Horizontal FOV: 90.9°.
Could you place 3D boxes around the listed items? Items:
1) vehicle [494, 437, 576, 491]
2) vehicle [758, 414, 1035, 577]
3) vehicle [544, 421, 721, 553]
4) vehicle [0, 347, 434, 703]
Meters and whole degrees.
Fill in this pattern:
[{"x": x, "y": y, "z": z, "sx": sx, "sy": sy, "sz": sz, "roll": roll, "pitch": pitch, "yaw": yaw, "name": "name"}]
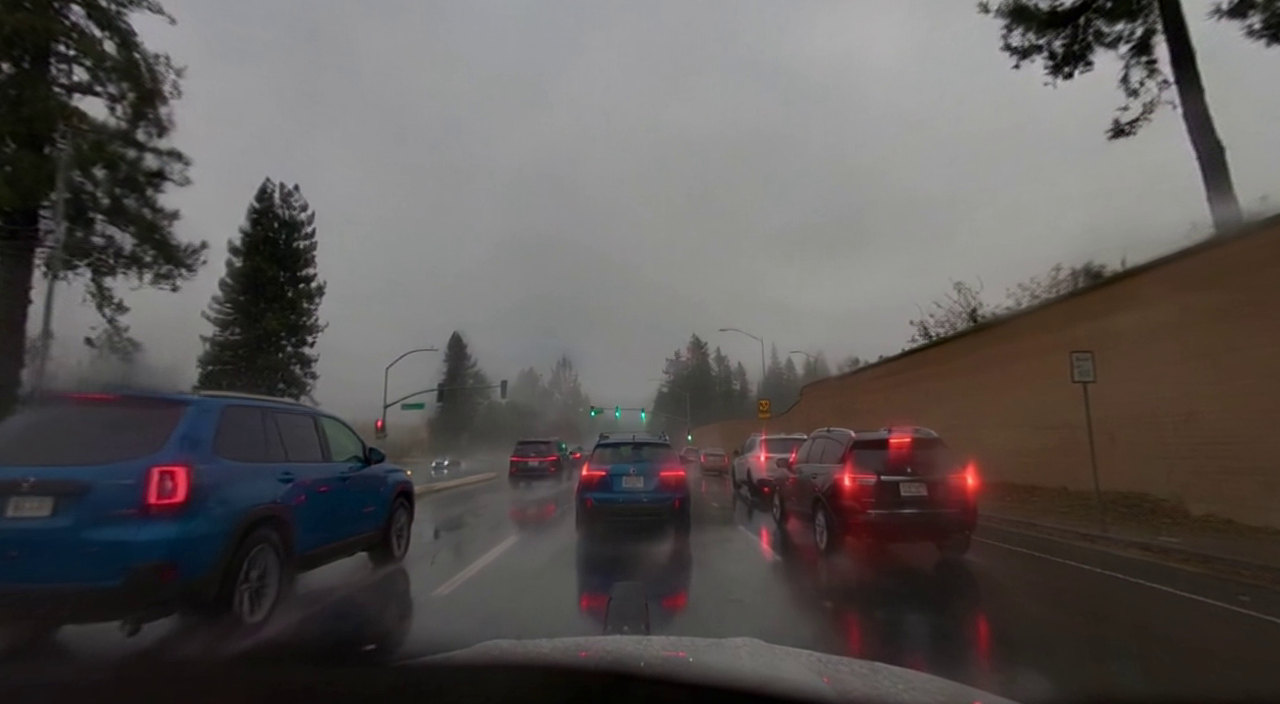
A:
[{"x": -3.655, "y": 3.998, "z": 22.938, "sx": 2.067, "sy": 1.759, "sz": 4.631, "roll": 0, "pitch": -8, "yaw": 1, "name": "vehicle"}, {"x": 3.108, "y": 1.823, "z": 8.847, "sx": 2.029, "sy": 1.702, "sz": 4.281, "roll": 0, "pitch": -8, "yaw": -1, "name": "vehicle"}, {"x": -0.068, "y": 2.017, "z": 10.089, "sx": 2.245, "sy": 1.677, "sz": 3.913, "roll": 0, "pitch": -8, "yaw": 1, "name": "vehicle"}, {"x": -3.626, "y": 1.241, "z": 5.586, "sx": 2.070, "sy": 1.913, "sz": 4.450, "roll": 0, "pitch": -8, "yaw": 0, "name": "vehicle"}]
